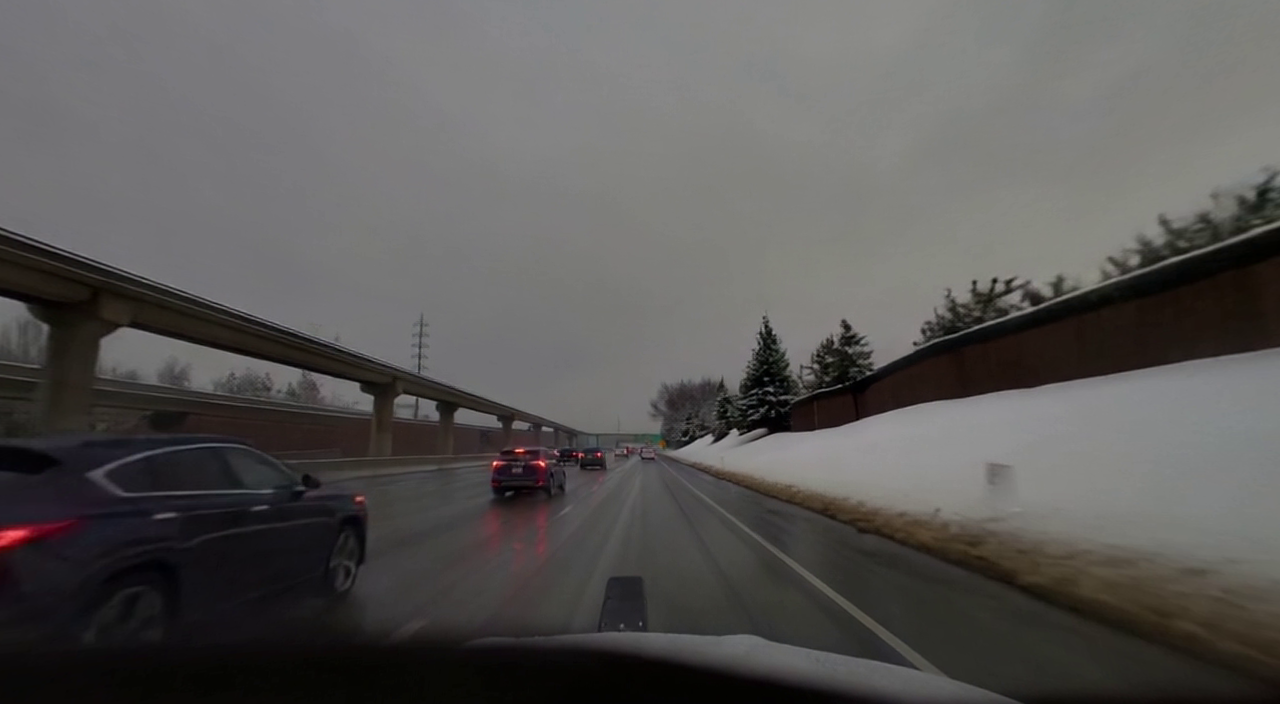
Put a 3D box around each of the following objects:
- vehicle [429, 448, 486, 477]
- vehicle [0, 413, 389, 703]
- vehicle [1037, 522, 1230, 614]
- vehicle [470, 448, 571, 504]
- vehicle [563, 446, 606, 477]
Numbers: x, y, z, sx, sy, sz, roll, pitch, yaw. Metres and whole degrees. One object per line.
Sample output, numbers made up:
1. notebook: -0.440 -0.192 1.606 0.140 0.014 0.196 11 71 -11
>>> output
1. vehicle: -11.072 6.702 38.620 1.951 1.628 4.617 0 -8 2
2. vehicle: -3.540 1.260 4.221 1.939 1.511 4.246 0 -8 0
3. vehicle: 12.452 5.434 16.281 1.853 1.586 3.727 0 -8 -2
4. vehicle: -3.391 3.598 18.809 2.056 1.449 4.330 0 -8 1
5. vehicle: -3.286 6.541 38.107 2.052 1.731 4.372 0 -8 2
